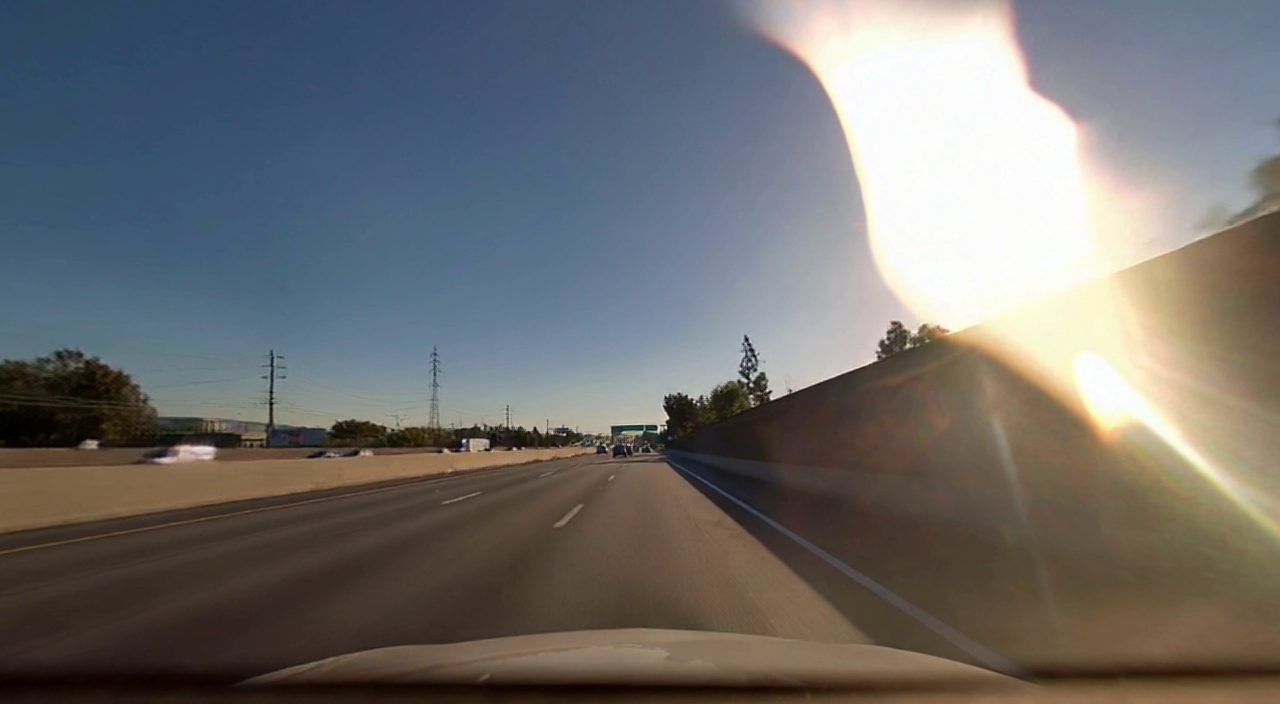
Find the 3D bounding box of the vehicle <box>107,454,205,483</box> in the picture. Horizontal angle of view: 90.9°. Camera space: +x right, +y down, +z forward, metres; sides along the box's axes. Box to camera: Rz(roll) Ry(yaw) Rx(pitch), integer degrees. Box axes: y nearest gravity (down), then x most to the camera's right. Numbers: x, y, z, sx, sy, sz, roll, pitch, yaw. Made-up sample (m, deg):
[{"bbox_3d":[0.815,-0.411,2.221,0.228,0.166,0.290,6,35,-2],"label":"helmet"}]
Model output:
[{"bbox_3d":[-27.718,6.653,36.351,1.834,1.475,4.756,0,-8,1],"label":"vehicle"}]
